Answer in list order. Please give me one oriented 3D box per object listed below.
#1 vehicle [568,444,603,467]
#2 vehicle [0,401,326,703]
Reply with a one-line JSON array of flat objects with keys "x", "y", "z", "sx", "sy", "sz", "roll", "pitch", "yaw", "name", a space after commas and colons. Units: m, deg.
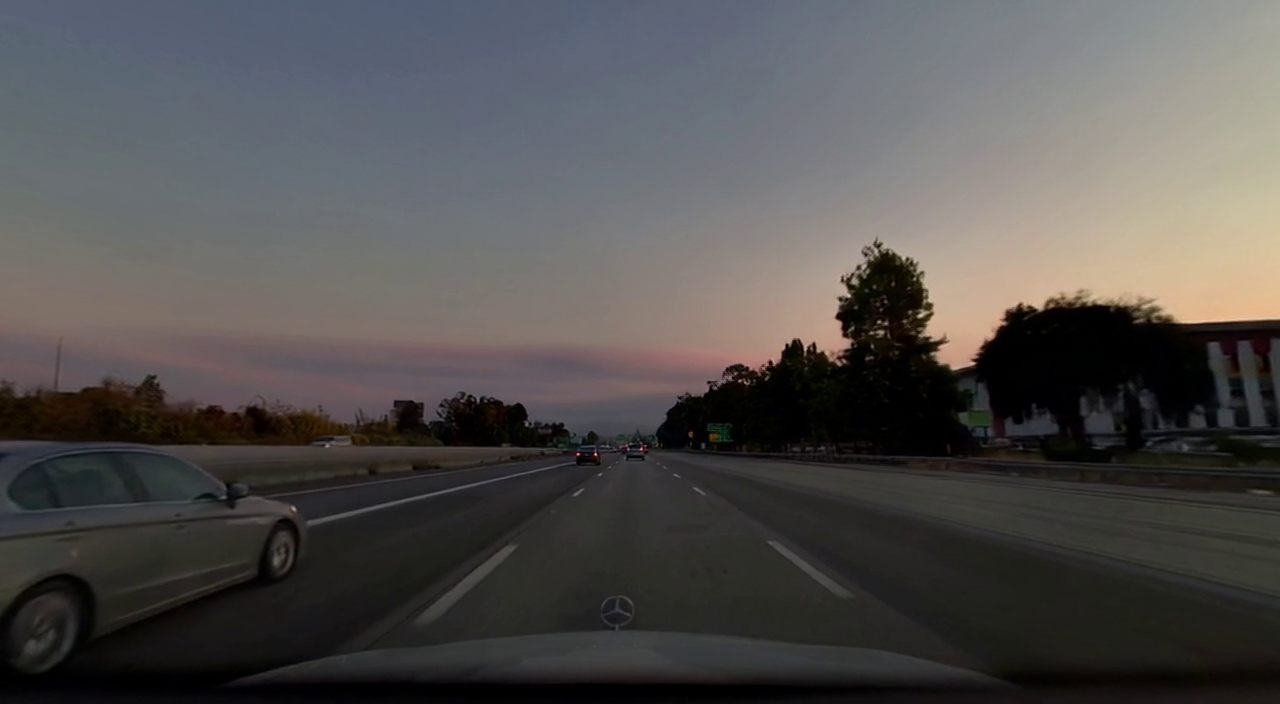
[{"x": -3.895, "y": 7.475, "z": 45.850, "sx": 2.140, "sy": 1.574, "sz": 4.946, "roll": 0, "pitch": -8, "yaw": -1, "name": "vehicle"}, {"x": -4.017, "y": 1.071, "z": 3.390, "sx": 2.187, "sy": 1.527, "sz": 4.849, "roll": 0, "pitch": -8, "yaw": 0, "name": "vehicle"}]
